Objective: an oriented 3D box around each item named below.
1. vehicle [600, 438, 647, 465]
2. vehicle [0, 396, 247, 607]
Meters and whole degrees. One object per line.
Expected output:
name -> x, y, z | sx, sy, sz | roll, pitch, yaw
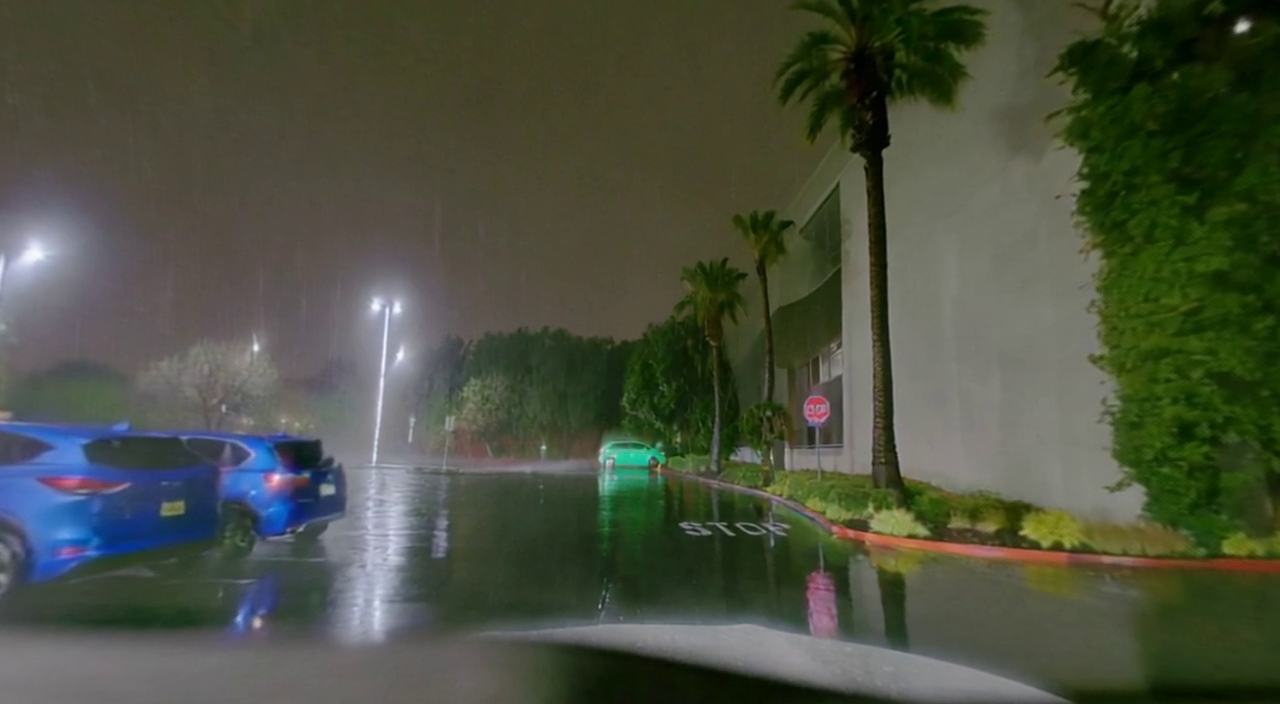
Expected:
vehicle -> -1.174, 6.744, 42.947 | 2.071, 1.700, 4.367 | 2, -9, -17
vehicle -> -6.985, 1.475, 6.879 | 4.272, 1.760, 2.045 | -2, -9, 13
